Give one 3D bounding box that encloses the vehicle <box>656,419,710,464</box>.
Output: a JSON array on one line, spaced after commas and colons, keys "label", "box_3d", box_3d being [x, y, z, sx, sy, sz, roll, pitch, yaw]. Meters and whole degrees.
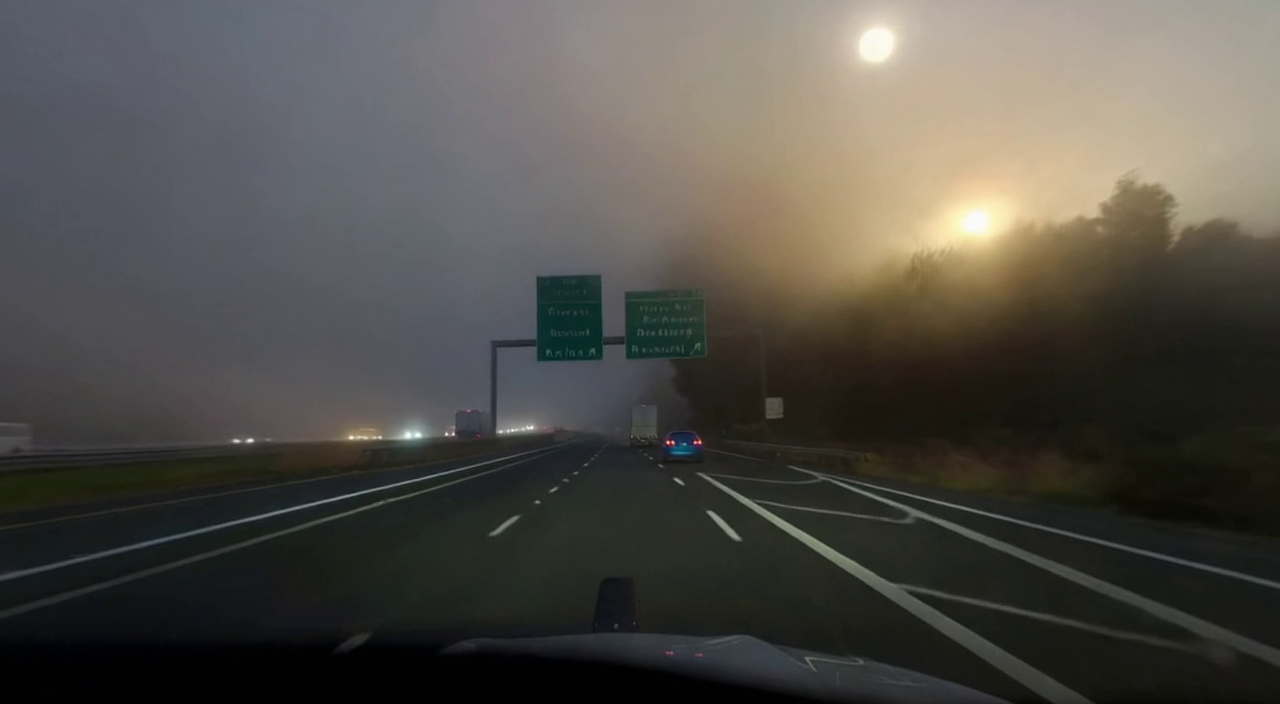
[{"label": "vehicle", "box_3d": [1.912, 4.186, 29.620, 2.076, 1.914, 4.287, 0, -8, -2]}]
